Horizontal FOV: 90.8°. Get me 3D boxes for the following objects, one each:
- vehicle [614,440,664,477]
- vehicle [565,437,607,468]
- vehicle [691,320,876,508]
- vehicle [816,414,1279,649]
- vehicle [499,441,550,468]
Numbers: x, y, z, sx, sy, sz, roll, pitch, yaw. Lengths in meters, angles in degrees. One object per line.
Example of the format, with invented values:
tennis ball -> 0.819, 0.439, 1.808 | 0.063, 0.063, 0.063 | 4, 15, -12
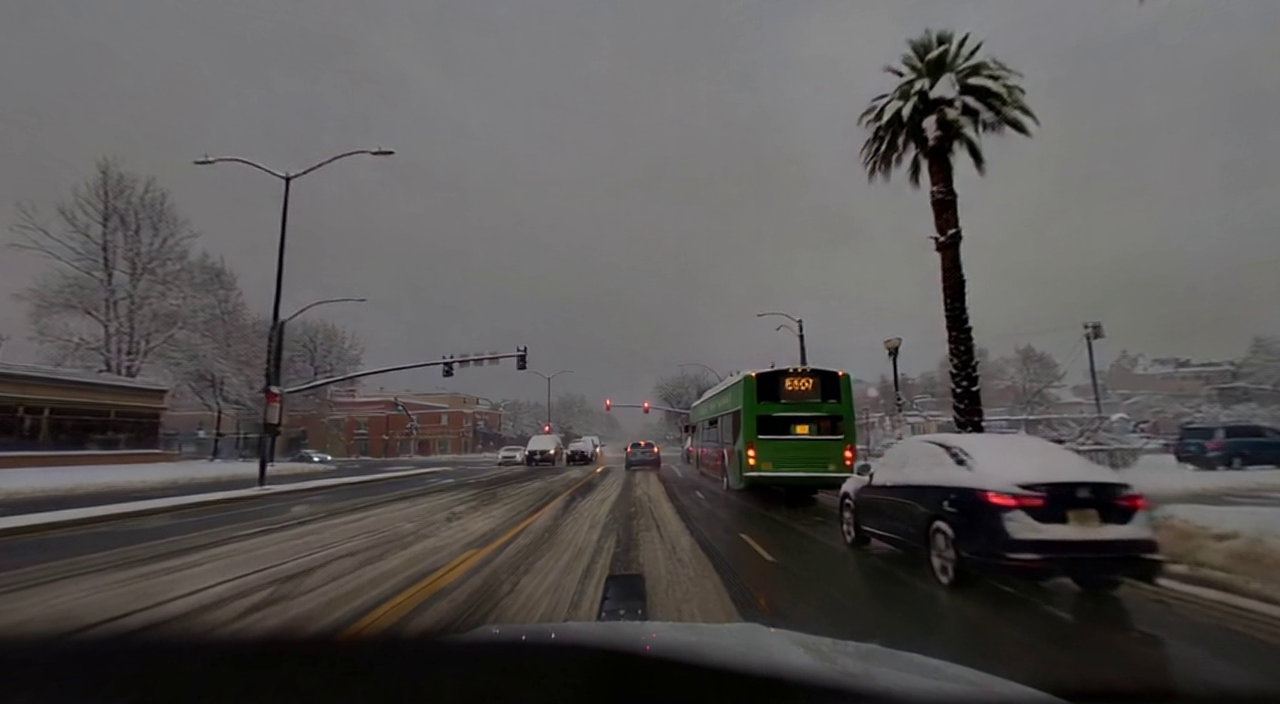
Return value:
vehicle -> -0.002, 4.635, 27.750 | 2.060, 1.499, 3.831 | 0, -9, 1
vehicle -> -3.141, 5.976, 37.671 | 2.020, 1.721, 4.366 | 0, -9, 2
vehicle -> 3.581, 2.312, 20.320 | 2.970, 4.015, 13.606 | 0, -9, 1
vehicle -> 3.610, 1.561, 6.743 | 1.965, 1.519, 5.078 | 0, -9, -1
vehicle -> -6.754, 6.062, 37.525 | 1.927, 1.480, 4.832 | 0, -9, 2
